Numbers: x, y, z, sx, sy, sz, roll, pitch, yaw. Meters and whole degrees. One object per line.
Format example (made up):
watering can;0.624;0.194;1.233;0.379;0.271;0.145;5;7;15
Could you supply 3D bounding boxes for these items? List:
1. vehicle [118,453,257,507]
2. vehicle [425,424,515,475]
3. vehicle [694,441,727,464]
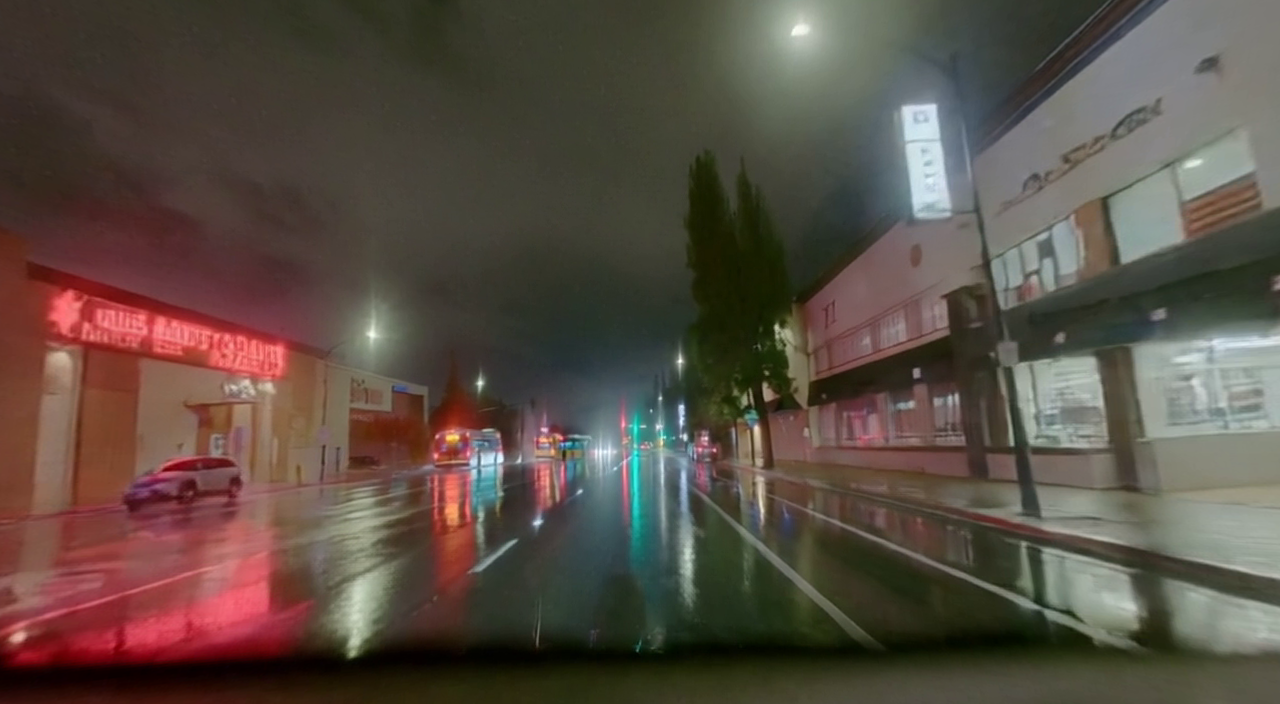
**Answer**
vehicle;-17.387;4.887;24.566;1.896;1.844;4.620;0;-9;1
vehicle;-12.556;7.428;48.202;3.356;3.365;12.460;0;-9;0
vehicle;5.286;7.626;47.805;2.014;1.681;4.332;0;-9;0
